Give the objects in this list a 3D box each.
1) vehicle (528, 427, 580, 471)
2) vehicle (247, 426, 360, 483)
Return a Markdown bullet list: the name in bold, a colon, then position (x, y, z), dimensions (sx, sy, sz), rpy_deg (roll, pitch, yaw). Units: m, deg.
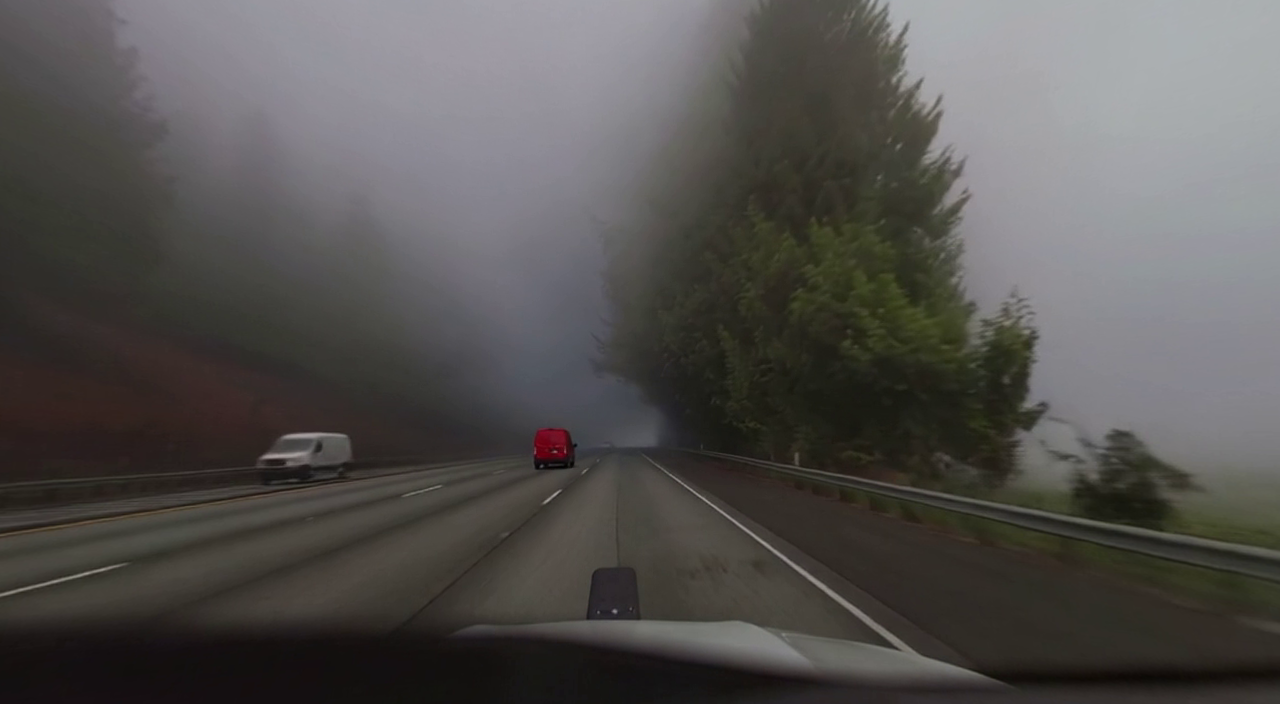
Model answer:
- **vehicle**: position (-4.268, 4.882, 32.011), dimensions (1.976, 2.029, 4.737), rpy_deg (-1, -8, 0)
- **vehicle**: position (-17.763, 5.418, 33.714), dimensions (2.603, 2.676, 6.179), rpy_deg (-1, -8, 0)
